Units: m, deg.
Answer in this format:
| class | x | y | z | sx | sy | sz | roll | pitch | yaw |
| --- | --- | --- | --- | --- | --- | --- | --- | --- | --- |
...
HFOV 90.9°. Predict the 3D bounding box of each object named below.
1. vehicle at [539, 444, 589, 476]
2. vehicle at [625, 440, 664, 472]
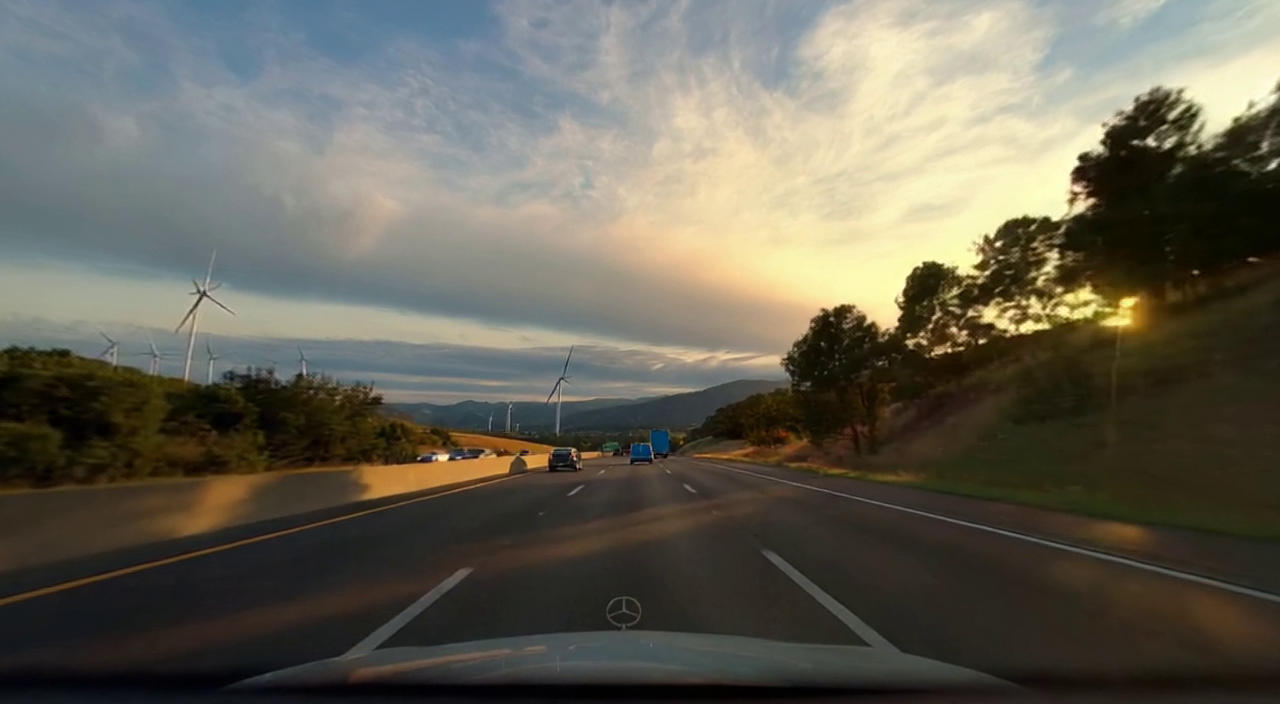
| class | x | y | z | sx | sy | sz | roll | pitch | yaw |
| --- | --- | --- | --- | --- | --- | --- | --- | --- | --- |
| vehicle | -3.836 | 5.552 | 32.637 | 1.984 | 1.491 | 4.341 | 0 | -9 | 1 |
| vehicle | 0.223 | 5.884 | 35.759 | 2.083 | 1.689 | 4.083 | 0 | -9 | 0 |
